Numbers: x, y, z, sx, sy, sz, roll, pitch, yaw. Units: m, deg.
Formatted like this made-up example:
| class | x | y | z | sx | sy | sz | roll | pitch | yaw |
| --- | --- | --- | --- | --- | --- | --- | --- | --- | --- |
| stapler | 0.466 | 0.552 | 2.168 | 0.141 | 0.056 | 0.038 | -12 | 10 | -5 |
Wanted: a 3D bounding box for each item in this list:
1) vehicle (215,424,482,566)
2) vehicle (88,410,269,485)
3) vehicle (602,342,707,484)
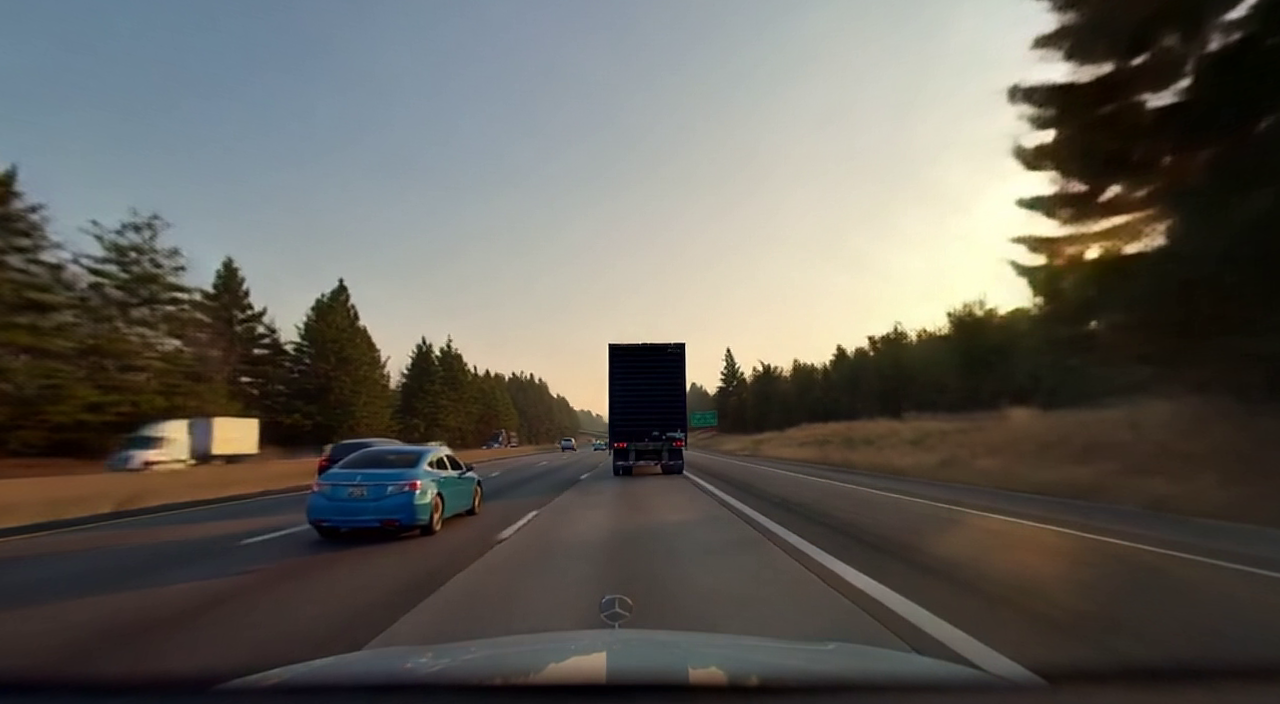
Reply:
| class | x | y | z | sx | sy | sz | roll | pitch | yaw |
| --- | --- | --- | --- | --- | --- | --- | --- | --- | --- |
| vehicle | -3.746 | 1.881 | 9.104 | 1.854 | 1.530 | 4.268 | 0 | -8 | -1 |
| vehicle | -24.105 | 5.064 | 33.746 | 3.264 | 3.462 | 8.454 | 0 | -8 | 0 |
| vehicle | 0.350 | 2.550 | 23.985 | 3.073 | 4.196 | 10.546 | 0 | -8 | -1 |
